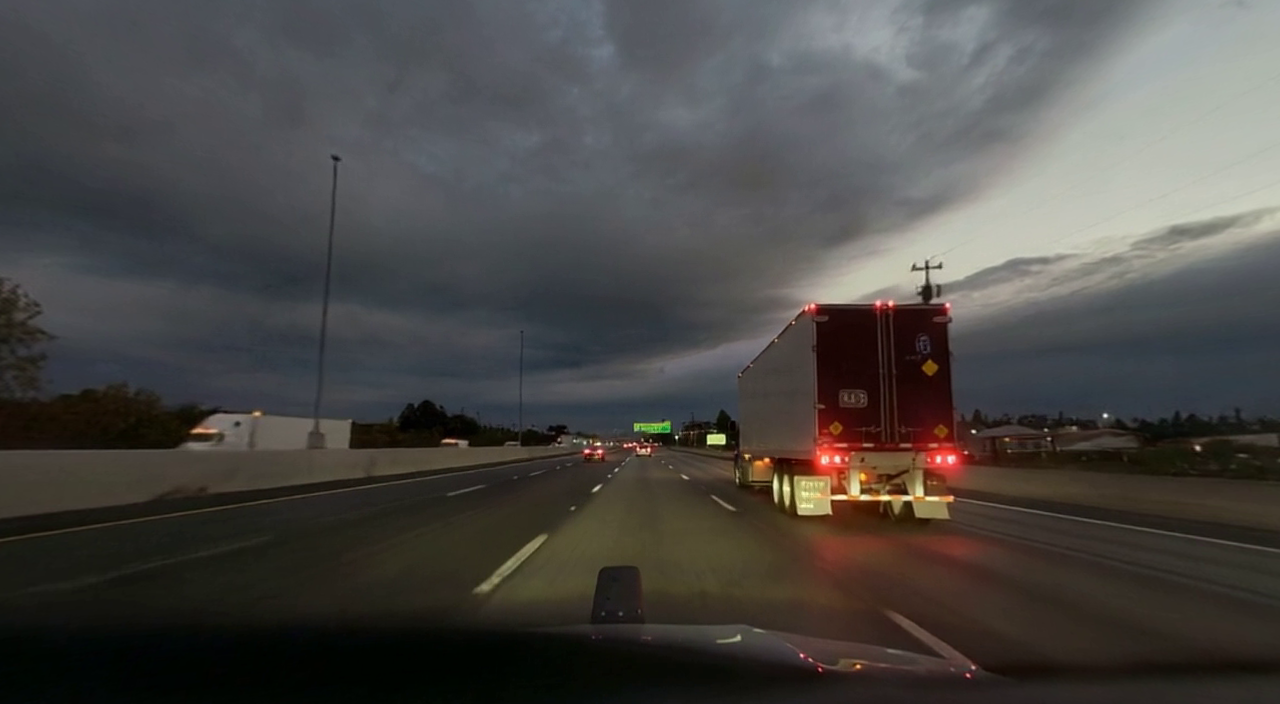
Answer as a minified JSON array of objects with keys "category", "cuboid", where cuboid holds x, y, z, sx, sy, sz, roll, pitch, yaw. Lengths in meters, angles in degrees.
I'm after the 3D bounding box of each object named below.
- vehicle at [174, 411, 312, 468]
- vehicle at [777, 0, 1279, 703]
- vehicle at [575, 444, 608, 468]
[{"category":"vehicle","cuboid":[-28.739,6.497,46.531,3.010,3.665,10.888,0,-9,0]},{"category":"vehicle","cuboid":[3.863,-0.180,3.162,2.899,4.078,16.430,0,-8,1]},{"category":"vehicle","cuboid":[-3.480,7.552,45.985,2.000,1.658,4.155,0,-9,1]}]
